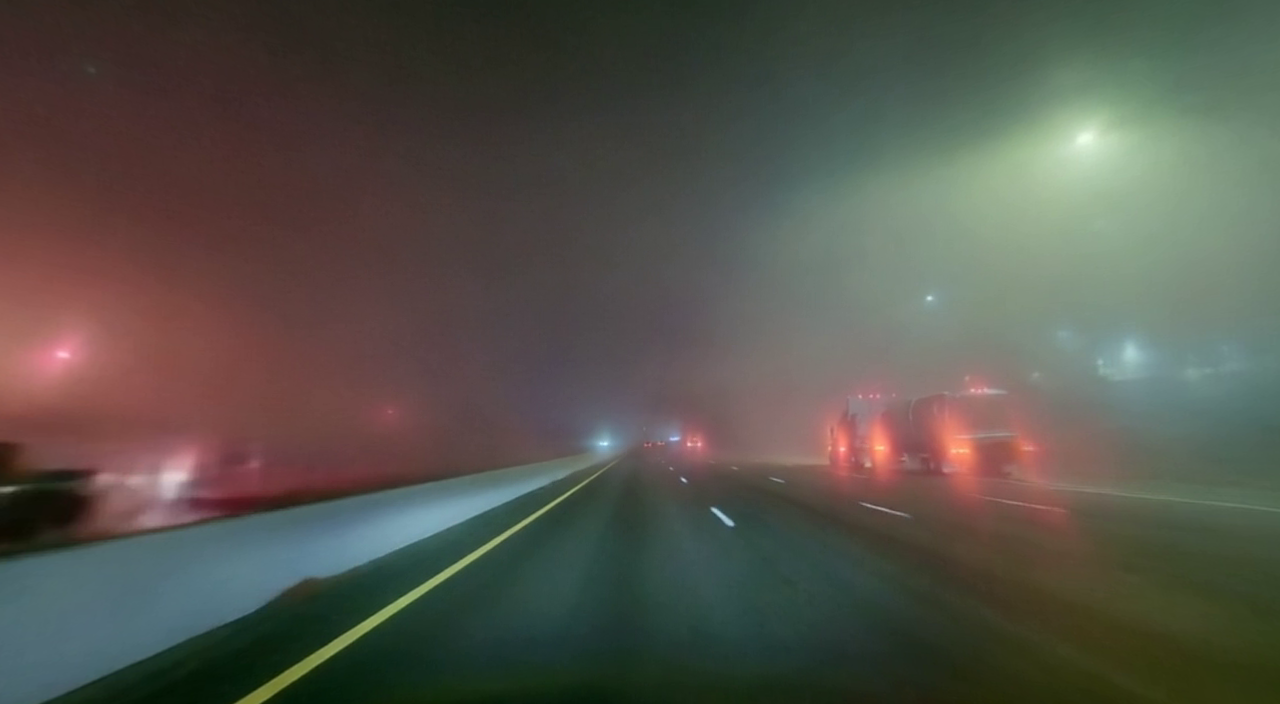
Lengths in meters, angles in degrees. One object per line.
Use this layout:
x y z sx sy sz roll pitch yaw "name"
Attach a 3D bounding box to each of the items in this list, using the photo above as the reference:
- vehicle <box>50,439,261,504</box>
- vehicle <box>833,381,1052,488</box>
-13.885 3.421 18.661 2.016 1.617 5.258 0 -8 1 "vehicle"
10.817 3.278 24.578 2.960 3.207 10.950 0 -8 -1 "vehicle"
